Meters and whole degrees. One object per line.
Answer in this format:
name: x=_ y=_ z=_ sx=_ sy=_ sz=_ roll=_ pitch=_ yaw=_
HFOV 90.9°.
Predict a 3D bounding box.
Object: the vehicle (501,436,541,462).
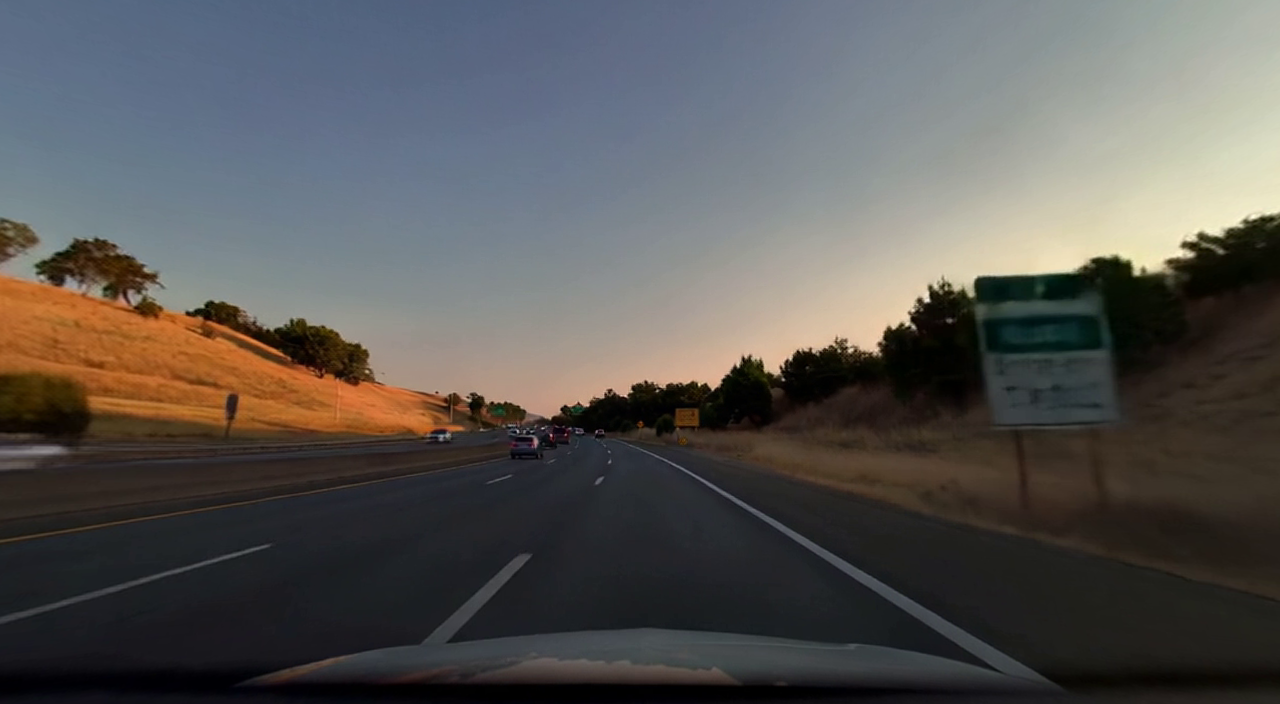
vehicle: x=-7.763 y=6.329 z=41.396 sx=1.931 sy=1.608 sz=3.977 roll=0 pitch=-8 yaw=-2
